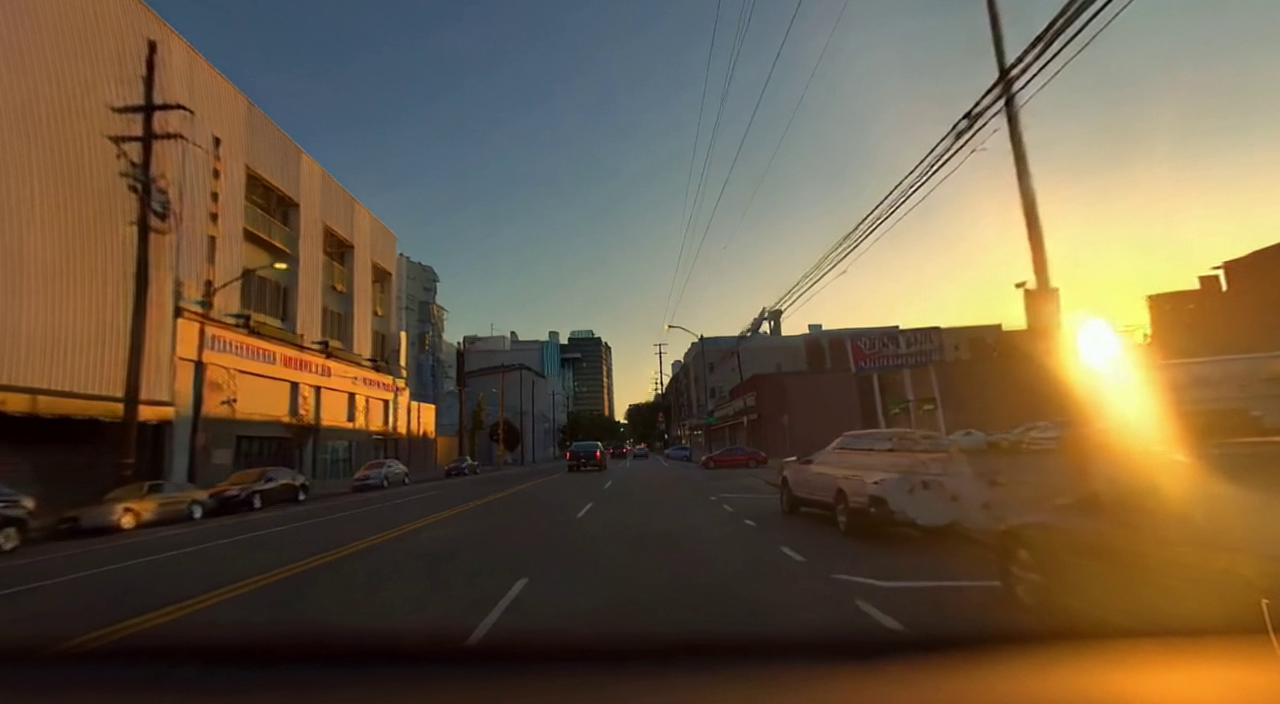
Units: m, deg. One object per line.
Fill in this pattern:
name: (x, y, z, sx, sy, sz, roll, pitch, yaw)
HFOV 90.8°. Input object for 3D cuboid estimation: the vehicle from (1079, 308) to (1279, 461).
vehicle: (19.212, 1.092, 17.892, 10.707, 3.850, 3.717, 1, -8, -1)

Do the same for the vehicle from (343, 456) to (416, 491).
vehicle: (-15.324, 7.158, 37.495, 1.966, 1.760, 5.423, -1, -8, 1)

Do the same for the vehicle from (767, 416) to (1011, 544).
vehicle: (3.828, 2.097, 11.120, 2.048, 1.658, 5.559, 0, -9, 0)

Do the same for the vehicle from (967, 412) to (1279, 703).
vehicle: (3.894, 1.058, 3.259, 1.862, 1.451, 4.544, 0, -9, -2)

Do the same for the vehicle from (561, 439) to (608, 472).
vehicle: (-3.291, 6.199, 38.222, 2.348, 1.831, 4.737, 0, -8, 1)

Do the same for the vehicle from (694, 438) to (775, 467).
vehicle: (5.440, 5.859, 36.935, 4.474, 1.632, 2.234, -1, -8, 5)

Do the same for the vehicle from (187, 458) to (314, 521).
vehicle: (-15.279, 5.364, 25.136, 2.081, 1.791, 4.799, -6, -7, -1)

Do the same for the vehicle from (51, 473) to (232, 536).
vehicle: (-15.148, 4.617, 19.586, 2.049, 1.496, 4.338, -1, -8, 0)
